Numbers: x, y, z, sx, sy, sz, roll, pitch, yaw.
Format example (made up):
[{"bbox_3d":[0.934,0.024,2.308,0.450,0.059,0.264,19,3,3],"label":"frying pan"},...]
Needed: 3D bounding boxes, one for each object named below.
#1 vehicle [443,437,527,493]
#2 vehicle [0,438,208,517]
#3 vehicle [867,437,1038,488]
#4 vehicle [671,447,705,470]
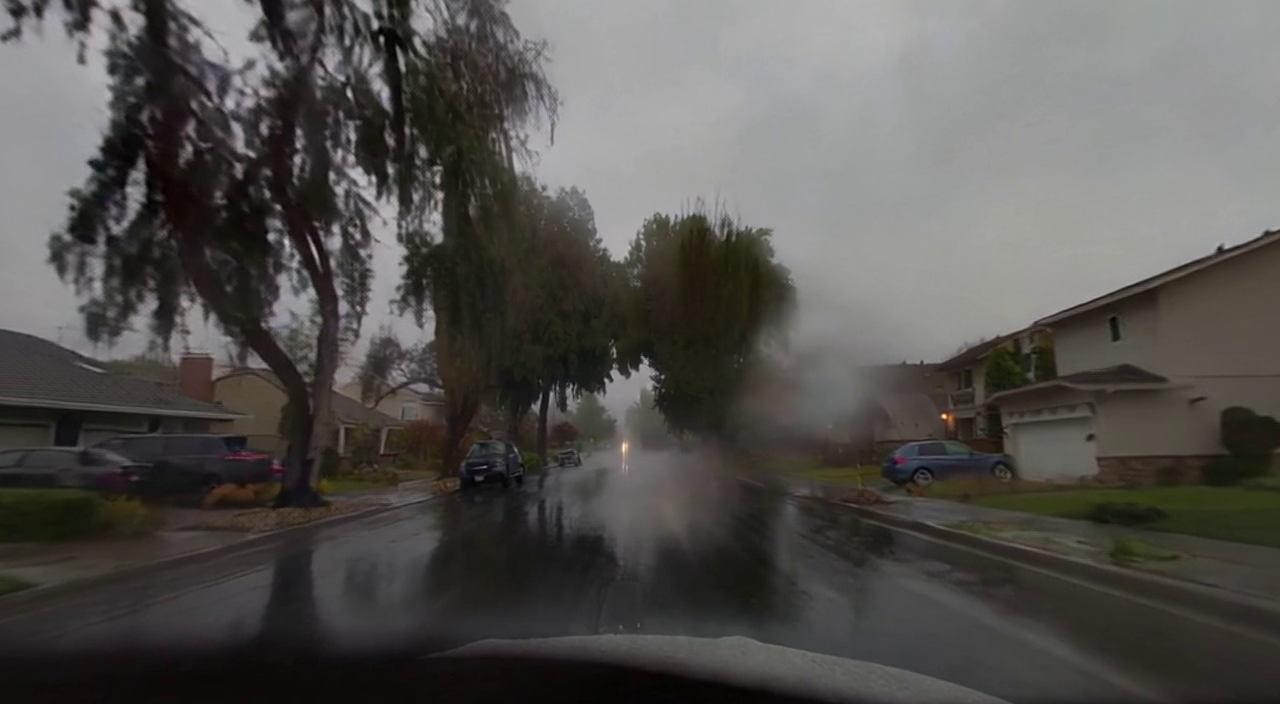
[{"bbox_3d":[-6.000,4.444,25.226,2.341,1.942,5.044,0,-9,-3],"label":"vehicle"},{"bbox_3d":[-12.554,2.629,13.532,5.040,1.541,2.042,0,-9,0],"label":"vehicle"},{"bbox_3d":[9.989,3.545,20.435,4.497,1.564,1.948,0,-9,-3],"label":"vehicle"},{"bbox_3d":[3.458,7.818,46.567,1.996,1.585,4.371,0,-9,-2],"label":"vehicle"}]
